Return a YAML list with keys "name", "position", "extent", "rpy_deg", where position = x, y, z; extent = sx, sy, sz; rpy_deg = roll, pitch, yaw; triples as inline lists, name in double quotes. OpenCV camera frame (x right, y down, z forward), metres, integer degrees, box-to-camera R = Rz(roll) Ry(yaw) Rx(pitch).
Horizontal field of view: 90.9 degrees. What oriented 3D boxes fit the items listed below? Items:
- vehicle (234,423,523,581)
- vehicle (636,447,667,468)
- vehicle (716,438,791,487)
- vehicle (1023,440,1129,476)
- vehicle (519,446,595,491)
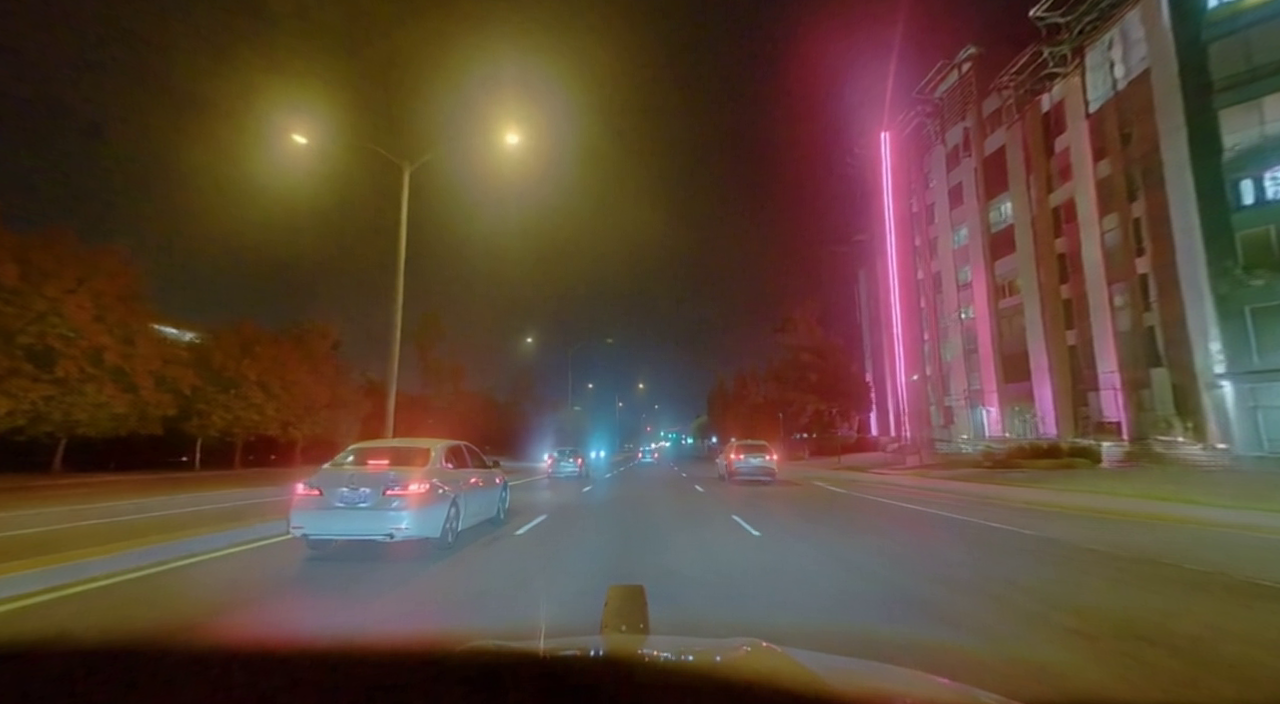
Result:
- name: "vehicle"
  position: [-3.069, 1.867, 8.676]
  extent: [2.118, 1.568, 4.436]
  rpy_deg: [0, -9, -1]
- name: "vehicle"
  position: [0.887, 7.778, 46.575]
  extent: [2.164, 1.477, 3.988]
  rpy_deg: [-1, -9, 2]
- name: "vehicle"
  position: [4.296, 4.255, 24.493]
  extent: [2.103, 1.699, 4.171]
  rpy_deg: [0, -9, 0]
- name: "vehicle"
  position: [18.041, 4.383, 26.133]
  extent: [3.368, 1.389, 1.595]
  rpy_deg: [2, -9, -11]
- name: "vehicle"
  position: [-2.894, 4.158, 22.934]
  extent: [1.980, 1.454, 4.226]
  rpy_deg: [-1, -9, 3]
